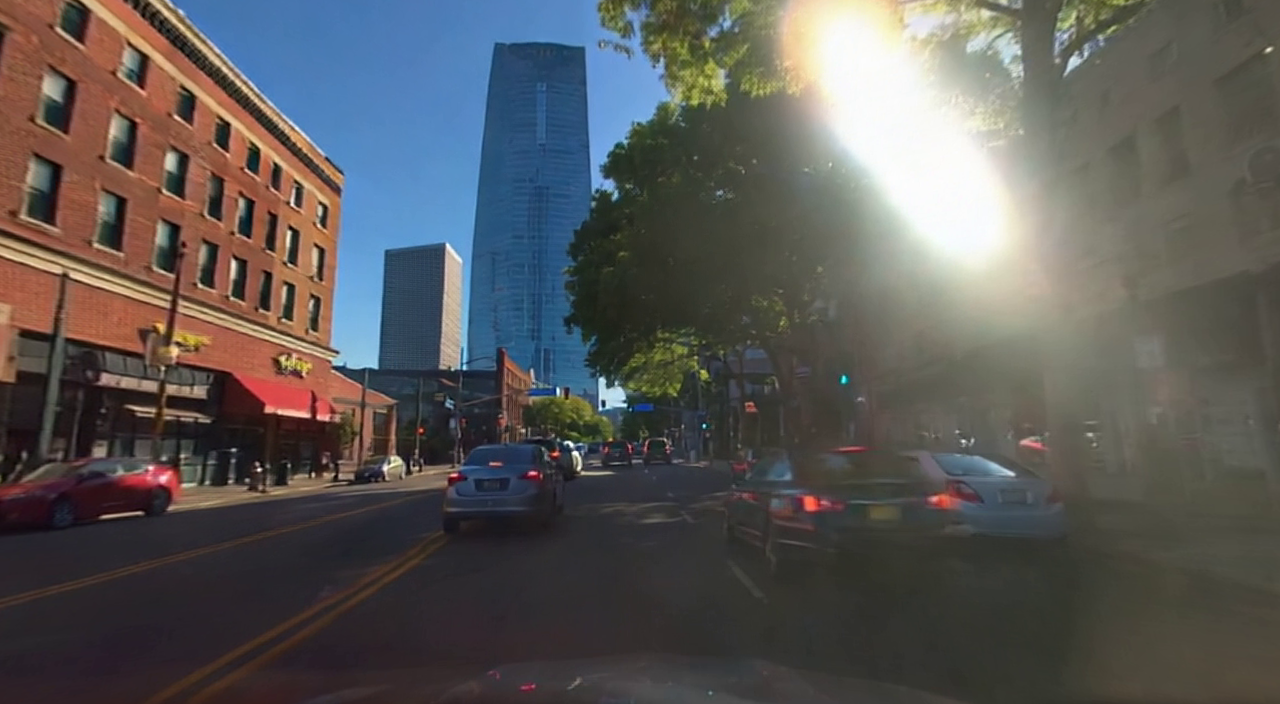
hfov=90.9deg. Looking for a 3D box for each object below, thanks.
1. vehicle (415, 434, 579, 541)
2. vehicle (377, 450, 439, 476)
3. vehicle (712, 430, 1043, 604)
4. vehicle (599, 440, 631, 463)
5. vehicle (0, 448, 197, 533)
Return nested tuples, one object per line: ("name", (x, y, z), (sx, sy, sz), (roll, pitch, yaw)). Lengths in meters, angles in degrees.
("vehicle", (-2.312, 2.195, 10.972), (2.169, 1.427, 4.531), (1, -9, -9))
("vehicle", (-14.115, 6.744, 38.665), (2.075, 1.472, 4.638), (0, -9, 0))
("vehicle", (2.311, 1.760, 7.710), (2.150, 1.464, 4.467), (1, -9, -2))
("vehicle", (-1.756, 6.819, 43.350), (2.102, 1.521, 4.078), (1, -9, -3))
("vehicle", (-13.357, 3.218, 15.346), (2.000, 1.708, 4.494), (1, -9, -3))
